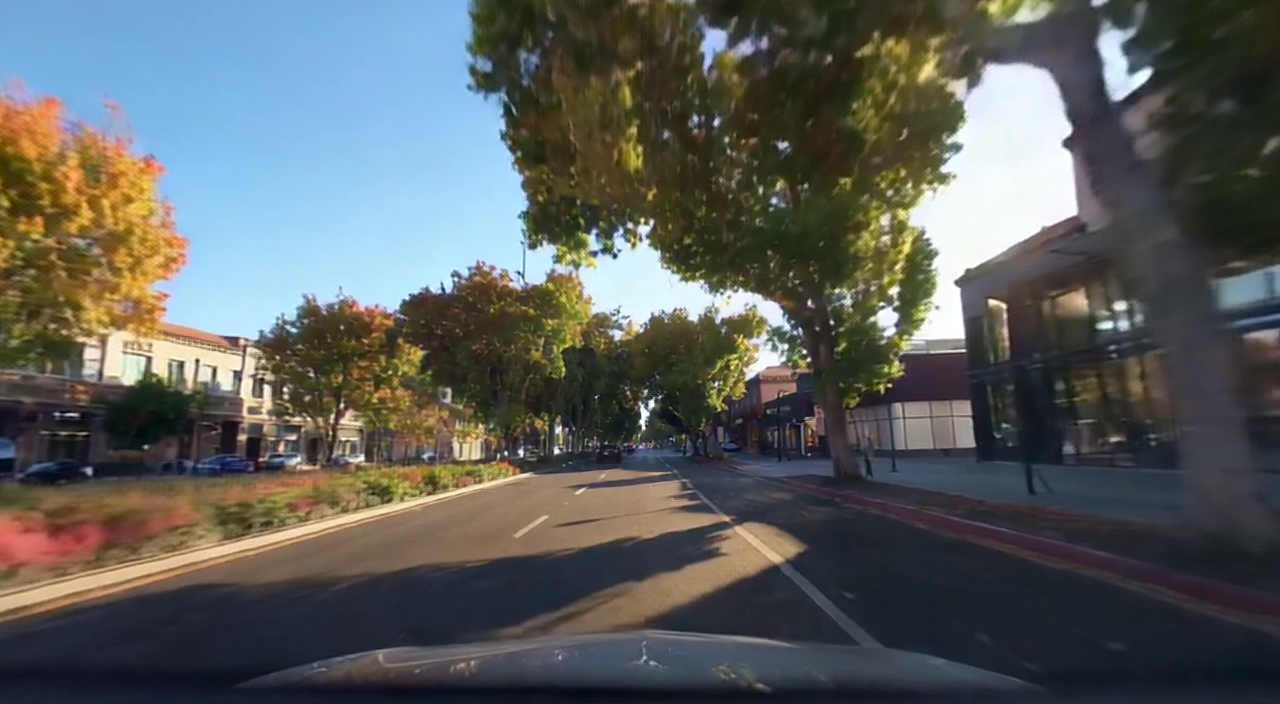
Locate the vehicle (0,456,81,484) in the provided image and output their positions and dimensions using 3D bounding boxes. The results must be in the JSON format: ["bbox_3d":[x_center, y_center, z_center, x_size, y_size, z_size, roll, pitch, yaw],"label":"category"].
[{"bbox_3d":[-35.711,6.823,36.490,4.501,1.458,1.889,4,-9,-26],"label":"vehicle"}]

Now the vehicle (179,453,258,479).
[{"bbox_3d":[-26.179,7.067,39.365,1.850,1.477,4.492,0,-8,0],"label":"vehicle"}]

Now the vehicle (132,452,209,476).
[{"bbox_3d":[-35.986,8.597,48.456,4.397,1.689,1.958,4,-10,-29],"label":"vehicle"}]
